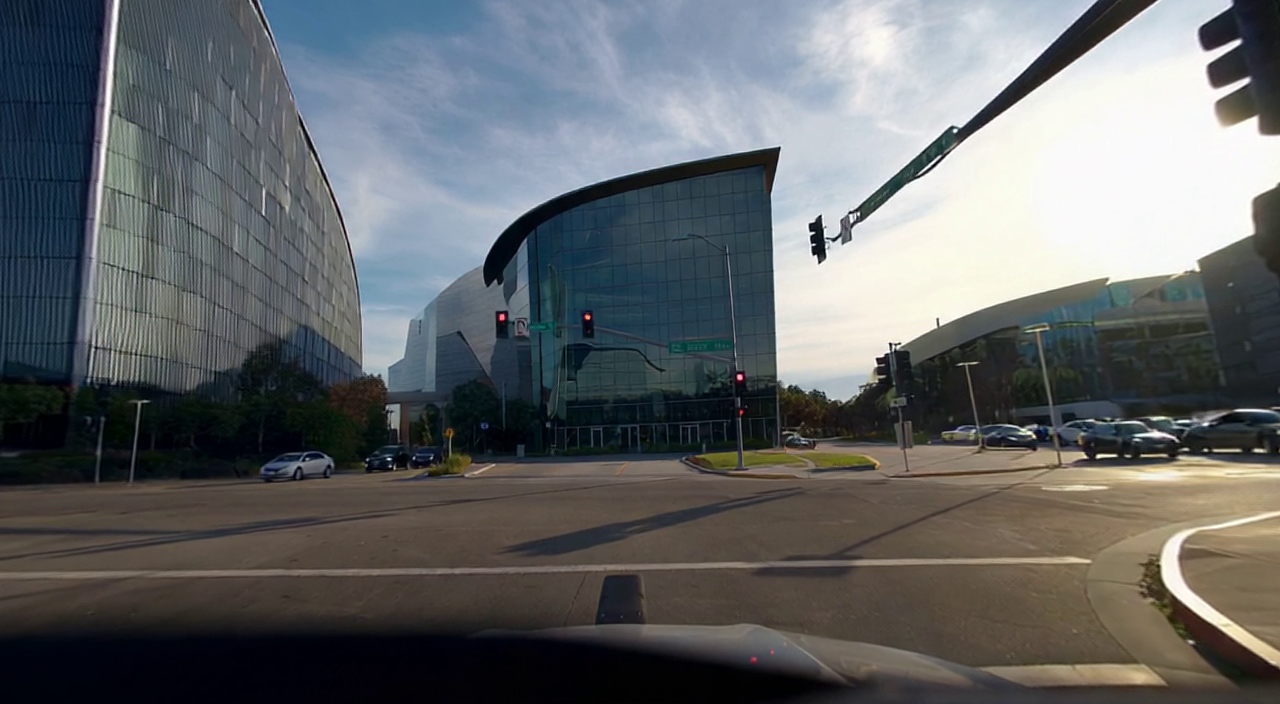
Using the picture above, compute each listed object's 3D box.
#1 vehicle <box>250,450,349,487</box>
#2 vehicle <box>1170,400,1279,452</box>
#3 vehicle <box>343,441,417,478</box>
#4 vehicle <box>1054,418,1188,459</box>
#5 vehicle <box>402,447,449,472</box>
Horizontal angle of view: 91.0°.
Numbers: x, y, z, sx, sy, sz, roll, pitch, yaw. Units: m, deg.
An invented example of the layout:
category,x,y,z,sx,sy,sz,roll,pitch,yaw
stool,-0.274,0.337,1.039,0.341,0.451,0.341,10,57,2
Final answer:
category,x,y,z,sx,sy,sz,roll,pitch,yaw
vehicle,-14.859,5.074,27.806,1.790,1.437,4.349,0,-9,2
vehicle,24.402,2.987,25.018,2.109,1.836,5.080,-2,-9,0
vehicle,-14.869,6.155,36.331,2.091,1.915,5.040,0,-9,0
vehicle,19.078,3.499,25.299,1.834,1.480,4.458,0,-9,-1
vehicle,-15.142,7.602,44.706,1.932,1.605,4.146,0,-9,-1
